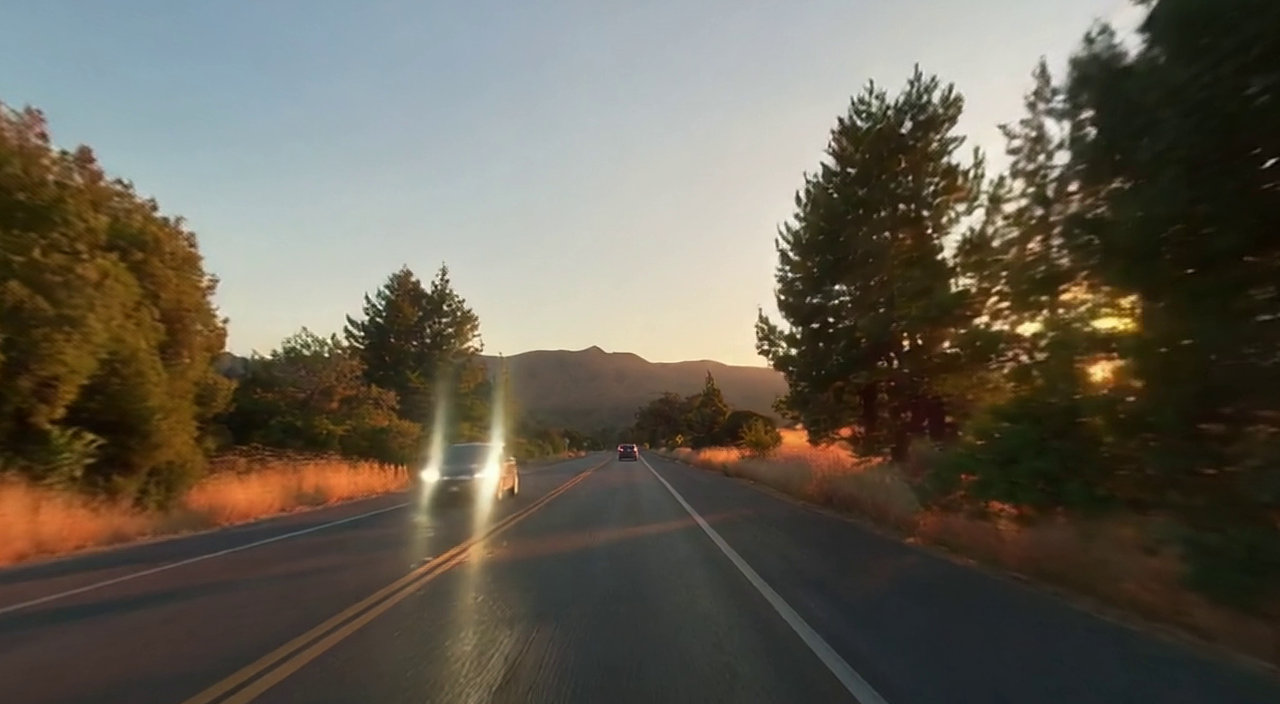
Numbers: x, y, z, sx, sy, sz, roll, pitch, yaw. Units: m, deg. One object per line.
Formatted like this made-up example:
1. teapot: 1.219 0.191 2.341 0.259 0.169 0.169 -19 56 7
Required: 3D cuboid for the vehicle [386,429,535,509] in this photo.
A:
1. vehicle: -4.564 3.080 17.041 2.695 1.840 4.689 0 -9 -1
